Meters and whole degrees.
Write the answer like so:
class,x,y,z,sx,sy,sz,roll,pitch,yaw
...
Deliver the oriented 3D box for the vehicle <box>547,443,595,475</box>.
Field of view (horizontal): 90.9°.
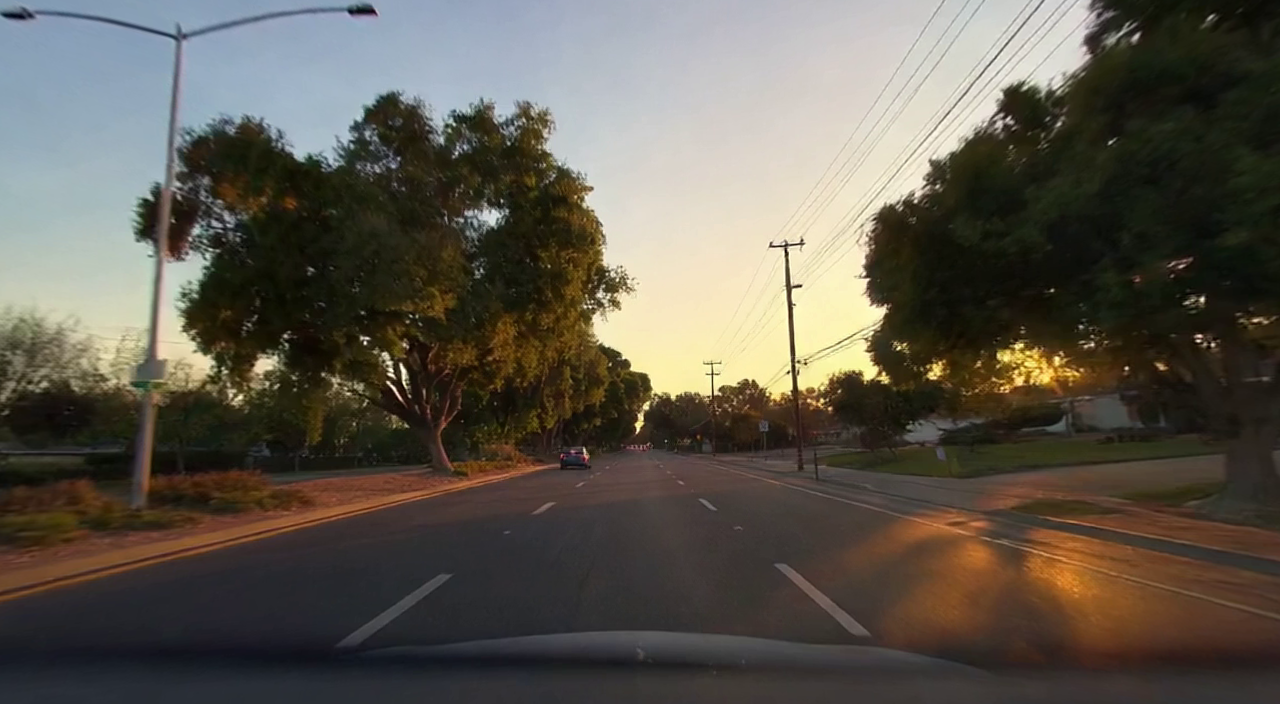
class,x,y,z,sx,sy,sz,roll,pitch,yaw
vehicle,-3.511,5.544,32.849,2.007,1.514,4.049,0,-8,1
